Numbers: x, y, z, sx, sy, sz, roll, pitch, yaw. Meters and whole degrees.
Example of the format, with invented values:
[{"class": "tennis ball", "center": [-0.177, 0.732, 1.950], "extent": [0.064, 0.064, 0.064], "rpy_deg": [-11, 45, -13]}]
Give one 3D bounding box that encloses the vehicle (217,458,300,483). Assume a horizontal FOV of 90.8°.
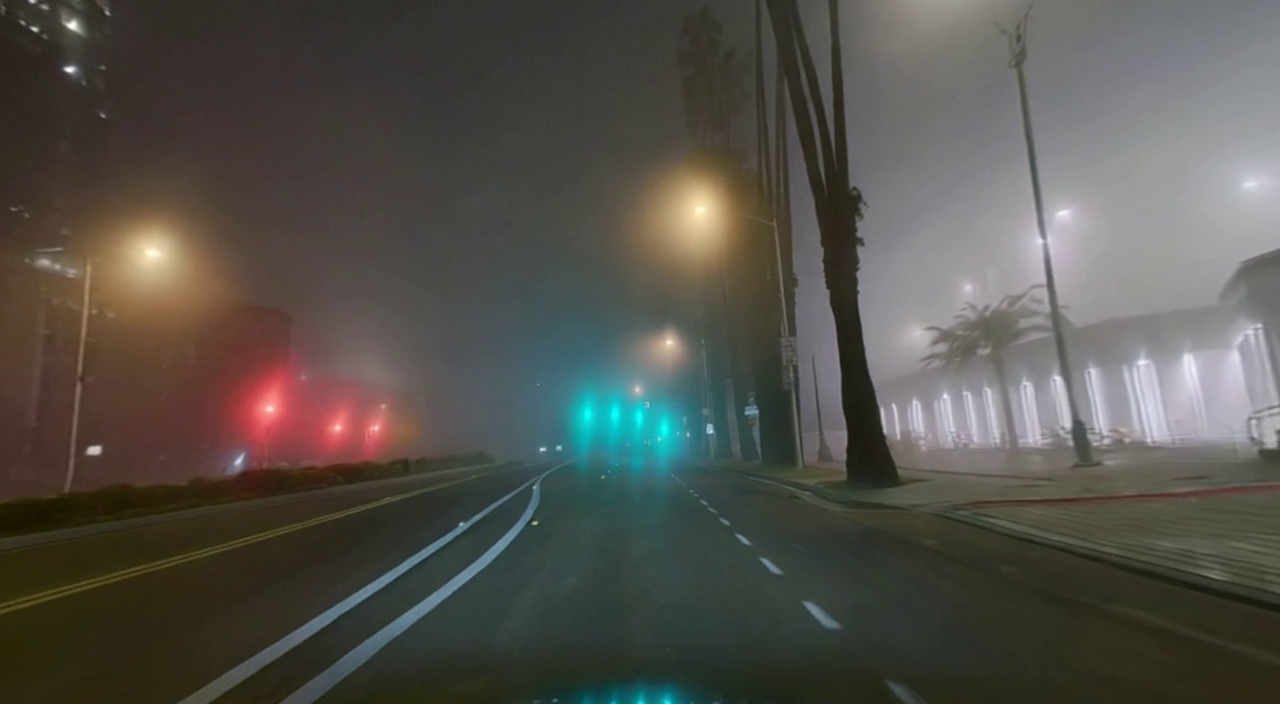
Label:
[{"class": "vehicle", "center": [-28.629, 8.880, 47.554], "extent": [1.979, 1.644, 4.875], "rpy_deg": [-5, -10, 30]}]
